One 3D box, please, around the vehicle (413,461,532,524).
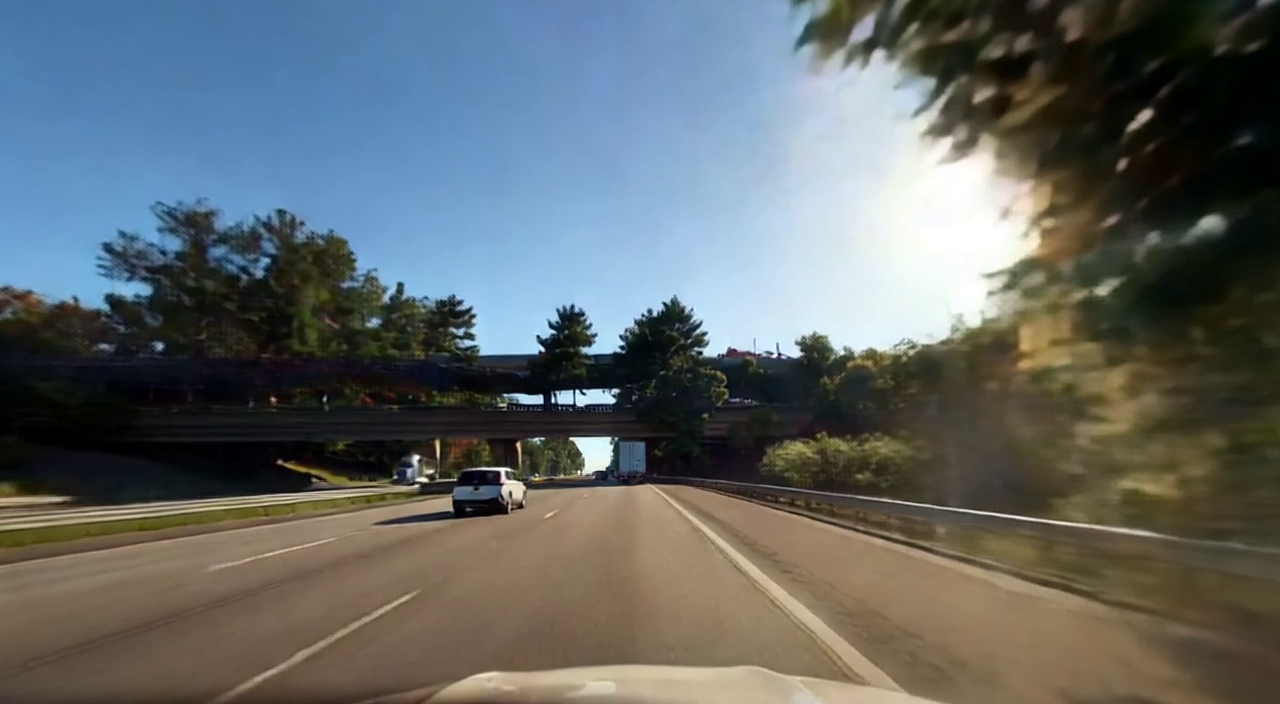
[{"bbox_3d":[-4.420,3.812,17.530,1.950,1.460,4.812,1,-11,0],"label":"vehicle"}]
